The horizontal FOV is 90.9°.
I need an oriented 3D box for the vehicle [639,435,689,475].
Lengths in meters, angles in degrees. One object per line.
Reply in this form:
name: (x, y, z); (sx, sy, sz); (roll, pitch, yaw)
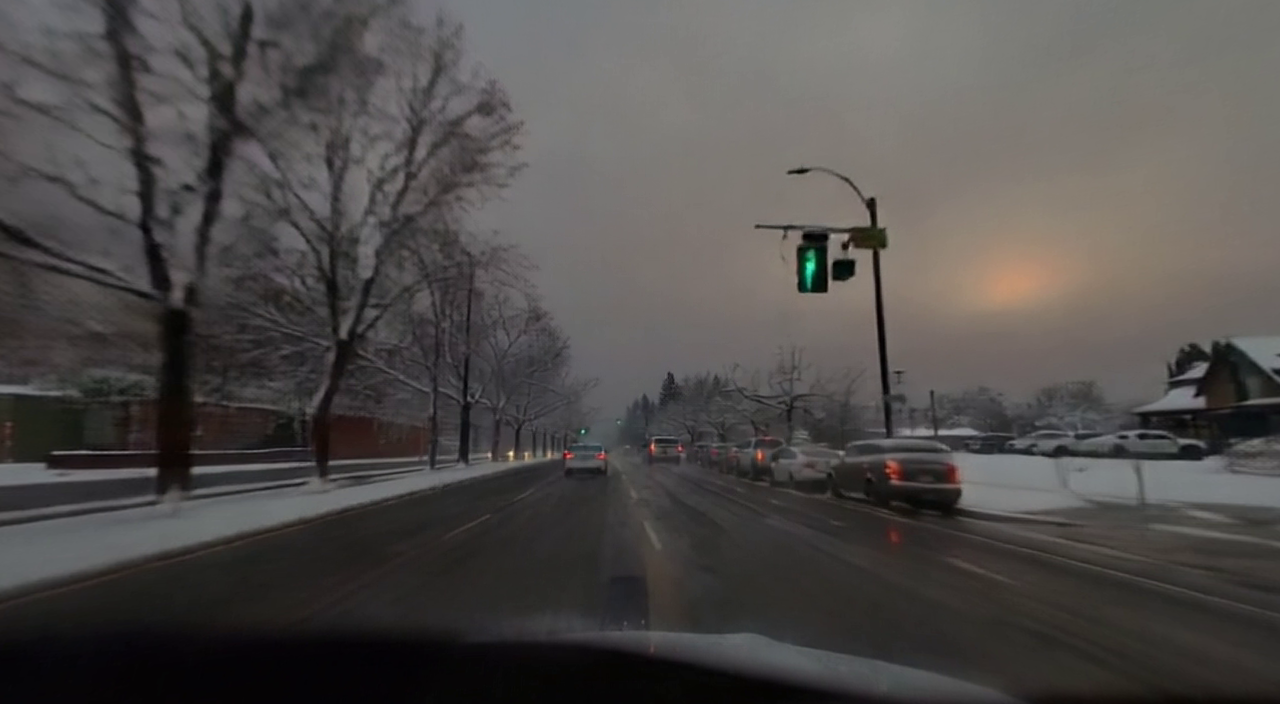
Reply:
vehicle: (1.080, 4.993, 30.800); (2.073, 1.822, 4.276); (0, -8, -3)

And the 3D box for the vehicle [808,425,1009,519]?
vehicle: (6.077, 2.832, 15.290); (2.184, 1.786, 5.497); (2, -9, -4)

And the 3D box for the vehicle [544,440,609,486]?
vehicle: (-2.181, 3.951, 22.771); (2.140, 1.474, 4.026); (0, -8, -3)
